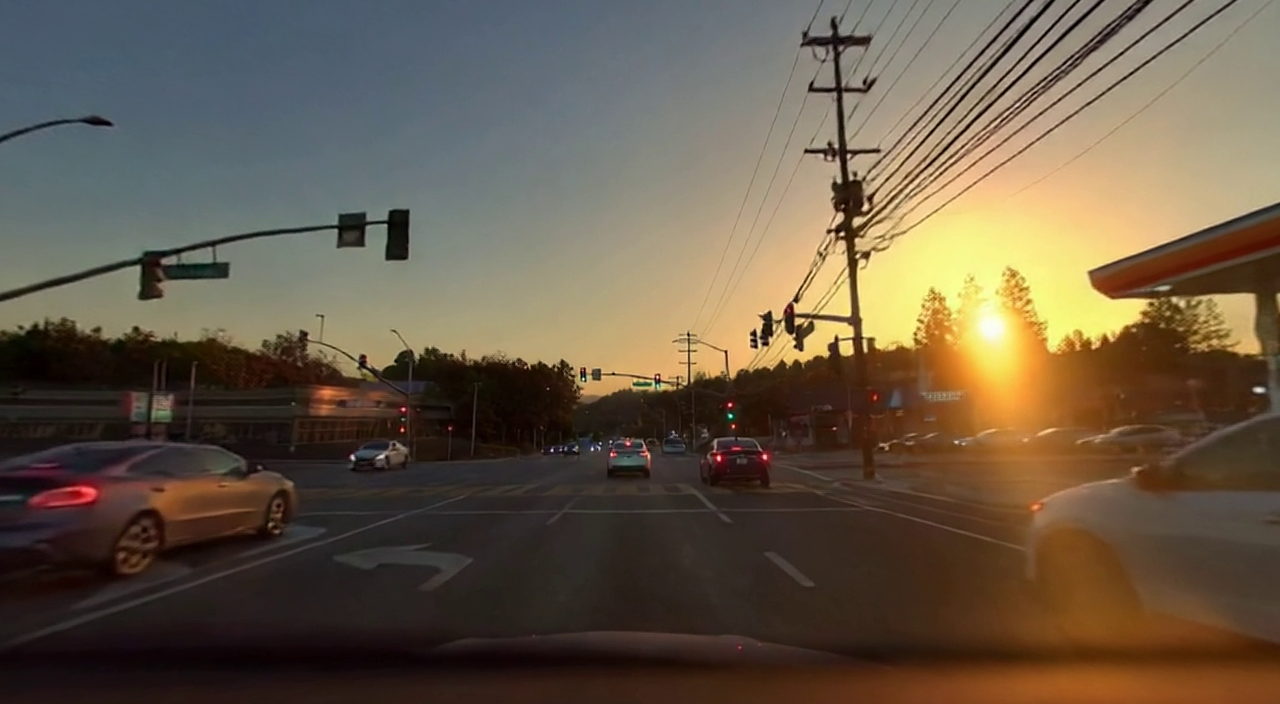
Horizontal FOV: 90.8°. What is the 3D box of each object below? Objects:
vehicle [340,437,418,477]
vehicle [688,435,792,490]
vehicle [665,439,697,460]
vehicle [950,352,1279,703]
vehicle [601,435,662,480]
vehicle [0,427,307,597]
[{"bbox_3d":[-14.449,5.825,35.326,2.233,2.072,4.813,0,-8,0],"label":"vehicle"},{"bbox_3d":[2.824,3.261,19.055,2.208,1.436,4.542,0,-8,-3],"label":"vehicle"},{"bbox_3d":[3.012,7.274,47.392,1.971,1.477,4.121,0,-8,-2],"label":"vehicle"},{"bbox_3d":[3.787,0.882,2.806,2.452,1.682,4.565,0,-8,0],"label":"vehicle"},{"bbox_3d":[-0.319,3.809,23.149,2.065,1.484,3.894,0,-8,-1],"label":"vehicle"},{"bbox_3d":[-6.249,1.714,7.679,2.075,1.470,4.190,0,-8,0],"label":"vehicle"}]
